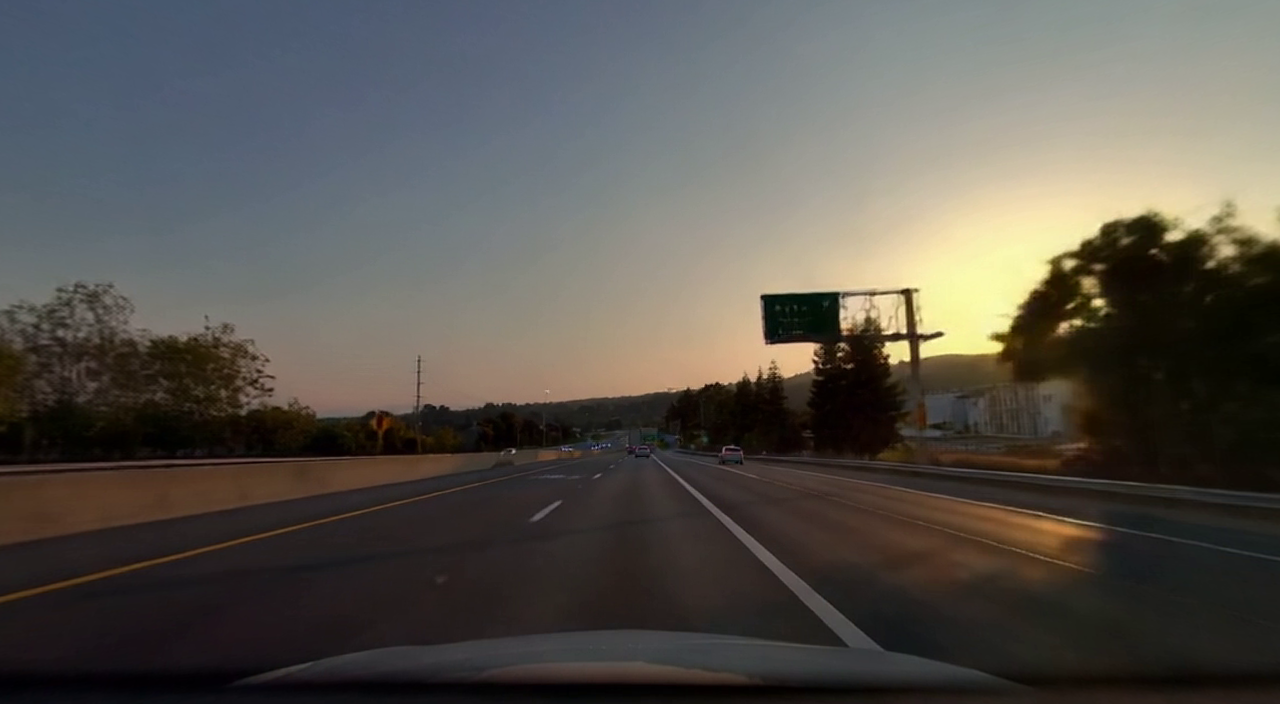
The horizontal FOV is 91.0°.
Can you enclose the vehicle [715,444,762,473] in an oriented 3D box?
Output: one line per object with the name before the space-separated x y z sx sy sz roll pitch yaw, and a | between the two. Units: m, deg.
vehicle | 5.841 6.378 37.920 2.085 1.594 4.848 0 -9 0
